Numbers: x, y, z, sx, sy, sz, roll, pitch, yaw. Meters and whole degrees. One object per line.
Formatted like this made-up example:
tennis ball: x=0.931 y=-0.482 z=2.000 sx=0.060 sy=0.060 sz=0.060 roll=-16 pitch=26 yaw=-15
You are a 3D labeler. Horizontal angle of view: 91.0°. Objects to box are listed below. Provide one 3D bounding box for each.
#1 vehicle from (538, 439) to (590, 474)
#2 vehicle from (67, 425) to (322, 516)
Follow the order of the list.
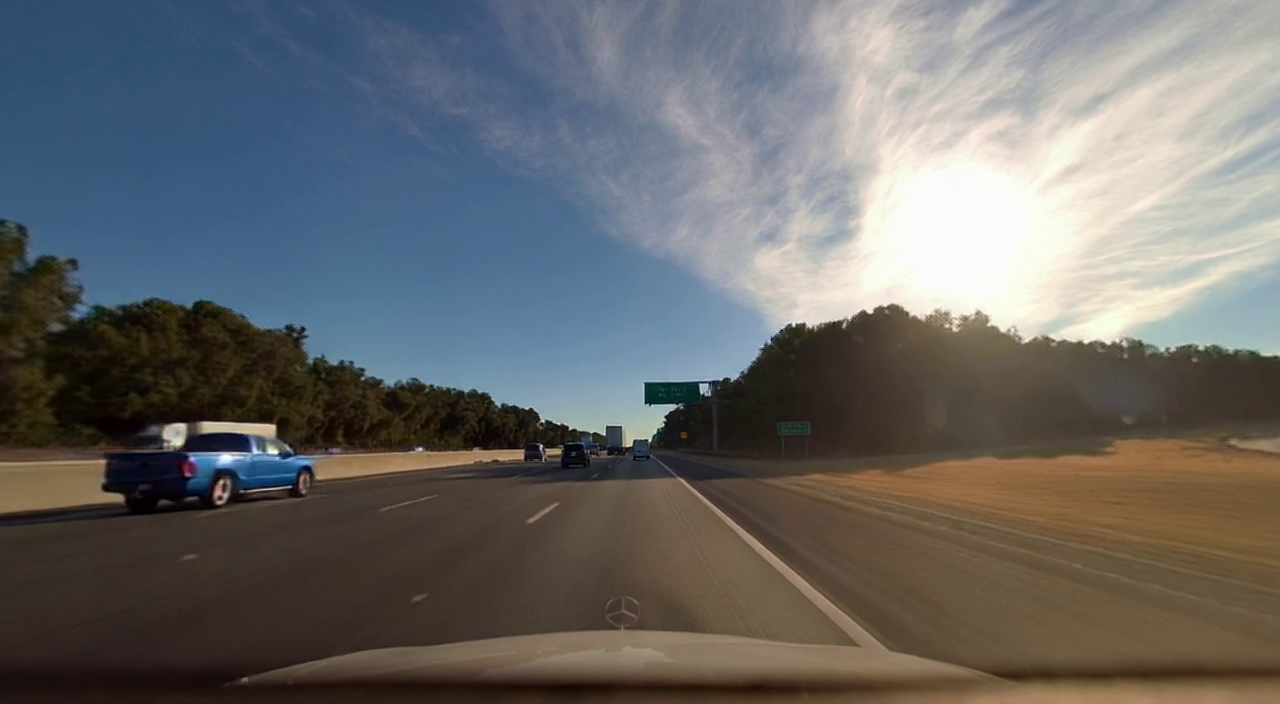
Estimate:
vehicle: x=-3.922 y=5.499 z=33.212 sx=2.094 sy=1.695 sz=4.260 roll=0 pitch=-9 yaw=1
vehicle: x=-10.149 y=2.751 z=15.168 sx=2.146 sy=1.764 sz=5.510 roll=0 pitch=-9 yaw=-1
